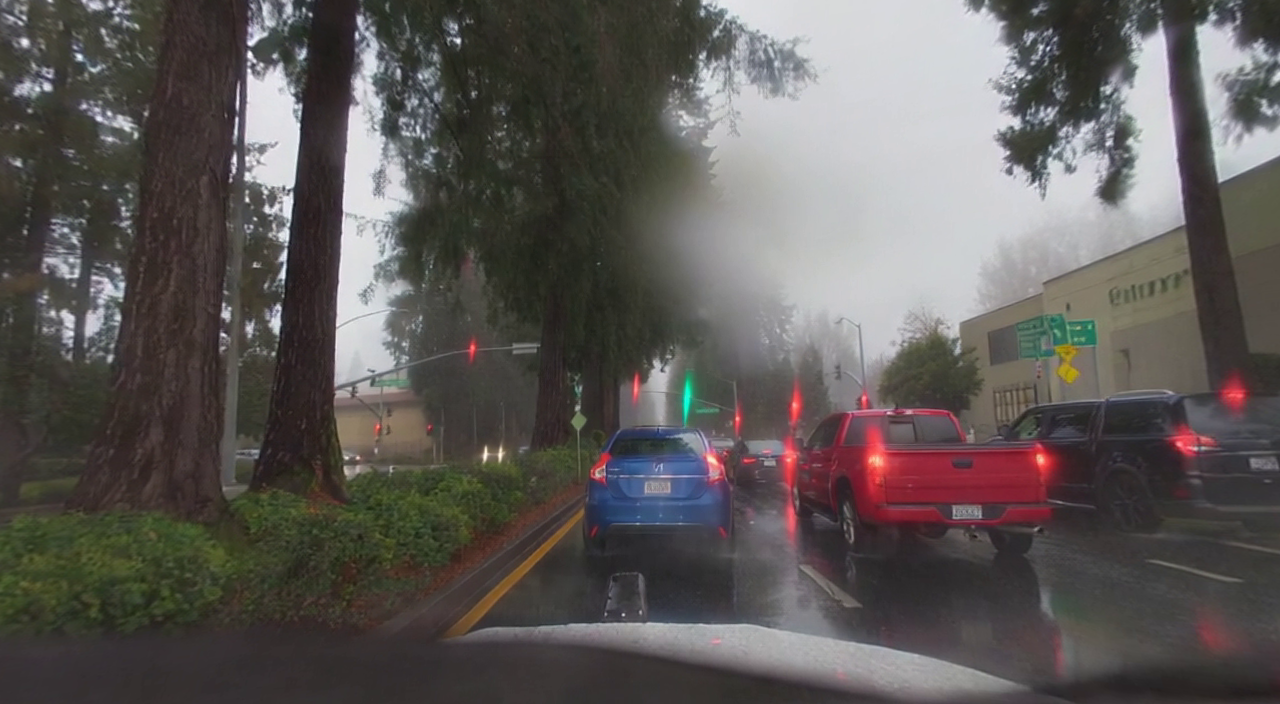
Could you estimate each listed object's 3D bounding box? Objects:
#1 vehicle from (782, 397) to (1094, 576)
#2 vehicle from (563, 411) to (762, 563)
[{"bbox_3d":[3.394,1.628,8.360,2.099,1.725,4.290,0,-8,1],"label":"vehicle"},{"bbox_3d":[0.252,1.775,8.961,2.168,1.641,4.039,0,-8,0],"label":"vehicle"}]
